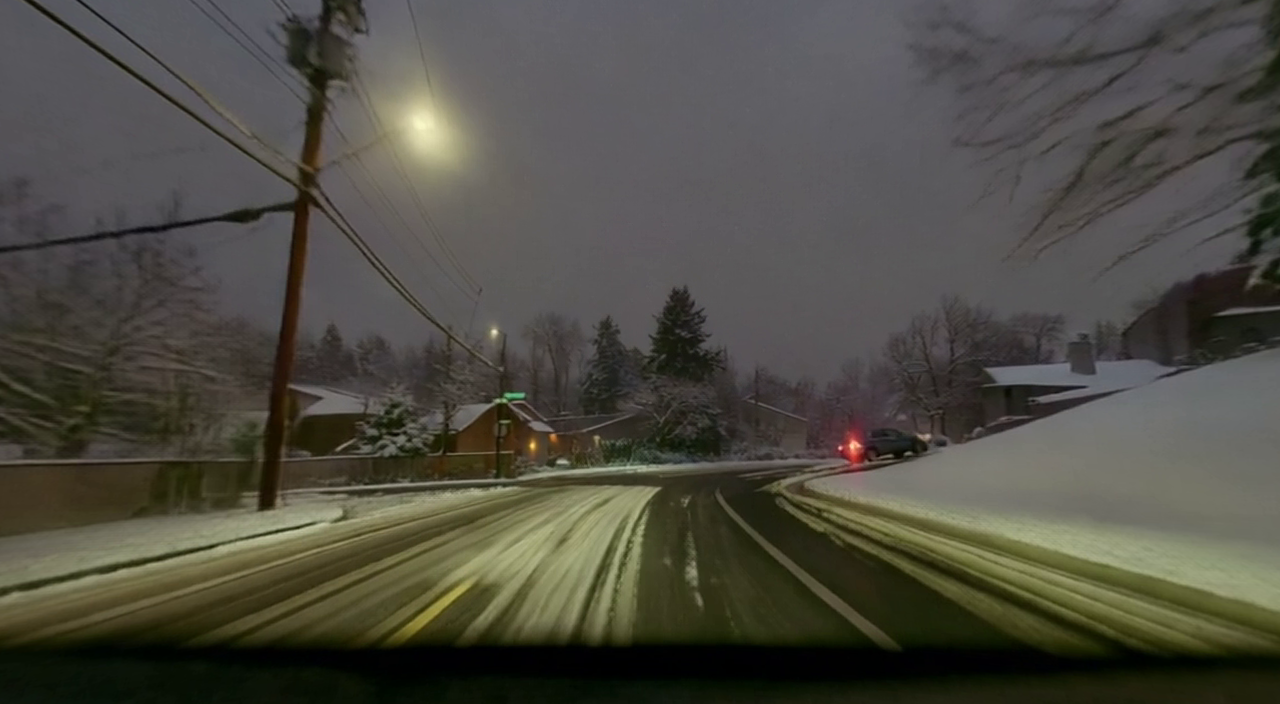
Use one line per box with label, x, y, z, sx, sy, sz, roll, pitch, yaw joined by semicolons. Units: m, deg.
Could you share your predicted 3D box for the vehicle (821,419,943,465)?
vehicle;11.065;4.128;28.894;4.810;1.732;2.176;0;-10;-21
